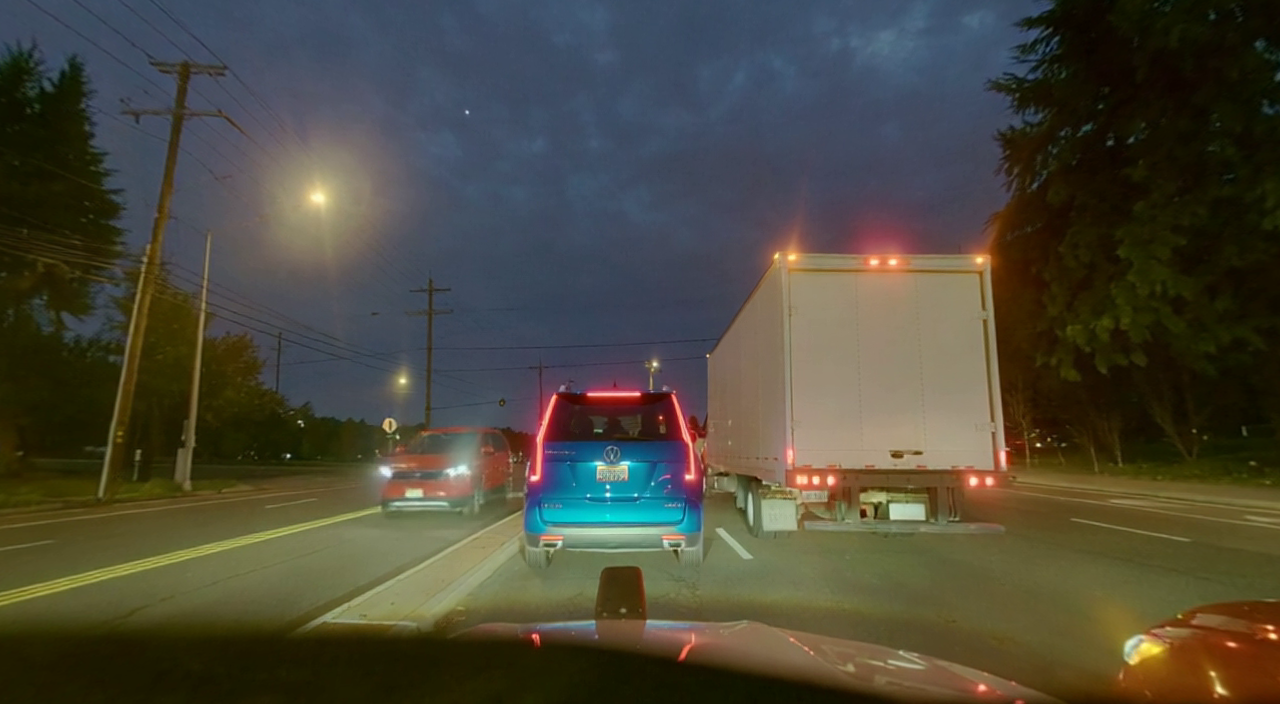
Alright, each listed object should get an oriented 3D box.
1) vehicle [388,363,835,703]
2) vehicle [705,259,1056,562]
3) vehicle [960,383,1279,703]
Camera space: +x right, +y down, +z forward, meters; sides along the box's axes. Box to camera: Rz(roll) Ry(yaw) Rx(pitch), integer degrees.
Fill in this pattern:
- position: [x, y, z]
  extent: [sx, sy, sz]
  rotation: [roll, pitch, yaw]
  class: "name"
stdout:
- position: [-0.136, 1.228, 5.183]
  extent: [2.114, 1.732, 4.230]
  rotation: [0, -8, 0]
  class: "vehicle"
- position: [3.230, 1.264, 11.809]
  extent: [2.915, 3.559, 8.848]
  rotation: [0, -8, -1]
  class: "vehicle"
- position: [2.830, 0.745, 1.191]
  extent: [1.971, 1.484, 4.728]
  rotation: [0, -8, 0]
  class: "vehicle"
